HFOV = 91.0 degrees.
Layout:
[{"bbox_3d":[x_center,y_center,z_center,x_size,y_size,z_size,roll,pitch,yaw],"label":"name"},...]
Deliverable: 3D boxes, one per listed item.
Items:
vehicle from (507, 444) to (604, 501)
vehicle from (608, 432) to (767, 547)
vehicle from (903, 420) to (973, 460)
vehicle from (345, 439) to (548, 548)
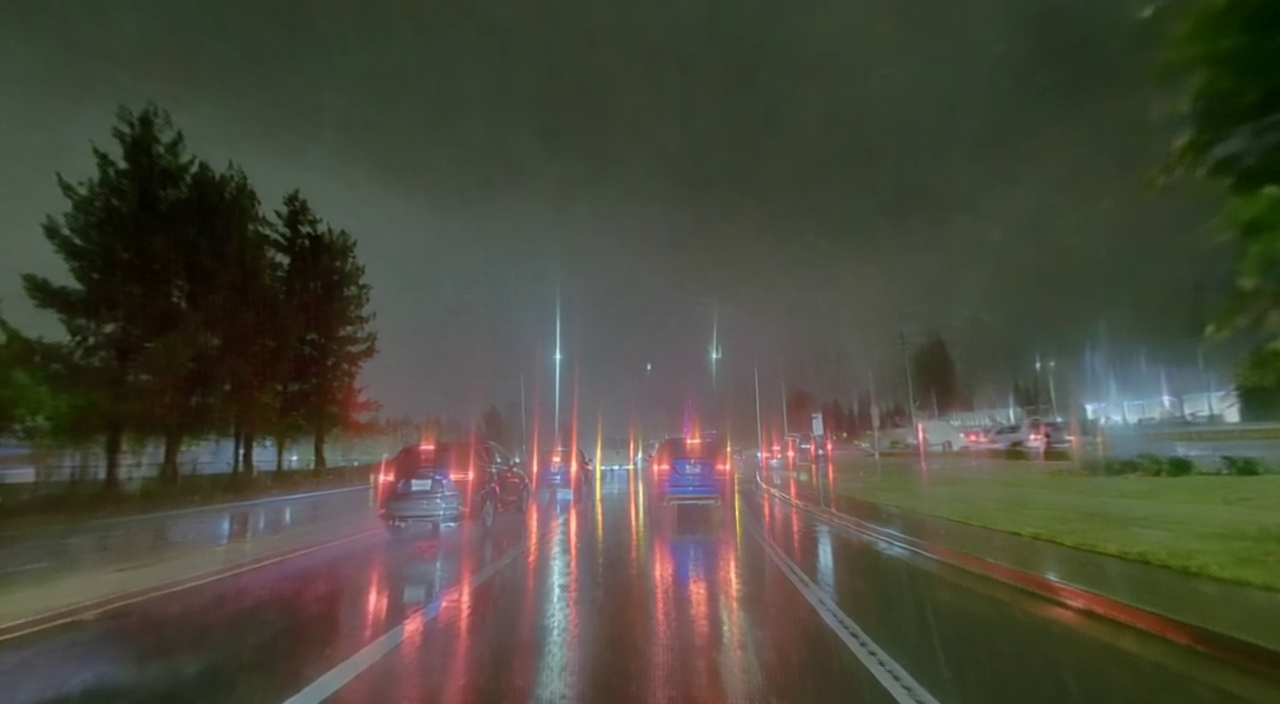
[{"bbox_3d":[-2.353,3.499,18.754,1.870,1.490,4.187,-1,-9,6],"label":"vehicle"},{"bbox_3d":[0.695,2.183,10.665,2.142,1.528,4.133,0,-9,2],"label":"vehicle"},{"bbox_3d":[15.316,4.589,32.637,2.288,1.933,4.612,-2,-9,14],"label":"vehicle"},{"bbox_3d":[-3.039,2.318,11.020,1.940,1.502,4.241,-1,-9,4],"label":"vehicle"}]
